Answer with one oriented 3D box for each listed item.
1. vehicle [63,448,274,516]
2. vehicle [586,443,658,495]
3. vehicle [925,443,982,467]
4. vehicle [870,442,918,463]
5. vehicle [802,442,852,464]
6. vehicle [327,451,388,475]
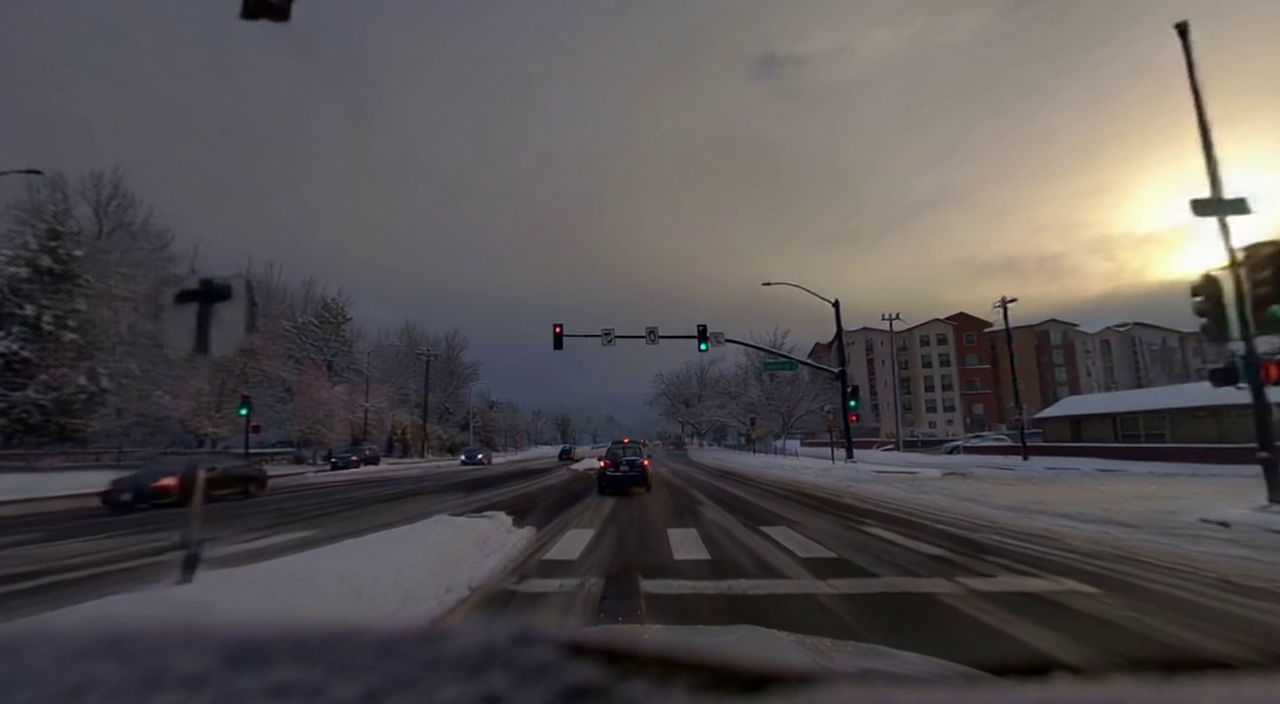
[{"bbox_3d":[-12.030,3.290,16.594,1.963,1.504,4.640,0,-8,0],"label":"vehicle"},{"bbox_3d":[-0.529,3.595,19.772,2.010,1.447,4.121,0,-8,-1],"label":"vehicle"},{"bbox_3d":[19.777,6.436,39.633,1.932,1.430,4.203,-8,-12,43],"label":"vehicle"},{"bbox_3d":[18.941,7.436,46.830,1.900,1.490,4.238,-8,-11,41],"label":"vehicle"},{"bbox_3d":[12.675,6.893,42.986,1.849,1.429,4.335,0,-8,-3],"label":"vehicle"},{"bbox_3d":[-19.513,7.669,43.663,2.018,1.468,4.768,0,-8,0],"label":"vehicle"}]
